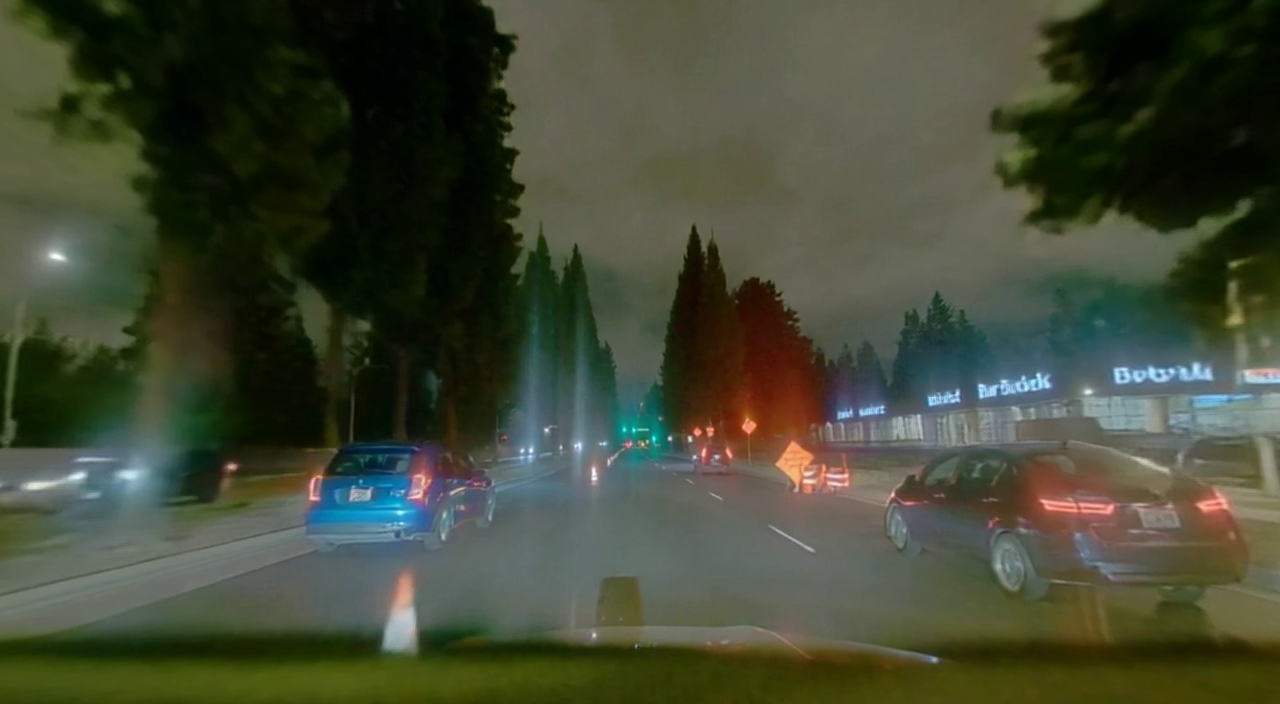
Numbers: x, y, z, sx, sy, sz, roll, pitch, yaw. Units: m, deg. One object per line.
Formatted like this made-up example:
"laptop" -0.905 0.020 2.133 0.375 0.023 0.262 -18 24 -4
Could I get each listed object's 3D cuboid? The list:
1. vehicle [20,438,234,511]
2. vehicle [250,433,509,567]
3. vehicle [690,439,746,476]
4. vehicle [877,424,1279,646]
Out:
"vehicle" -14.399 3.430 18.249 2.100 1.812 4.798 0 -9 0
"vehicle" -3.343 1.966 9.157 2.020 1.474 4.098 0 -9 0
"vehicle" 3.950 5.465 32.931 2.159 1.793 4.735 0 -9 -2
"vehicle" 4.034 1.537 6.250 1.827 1.491 3.743 0 -9 -1
